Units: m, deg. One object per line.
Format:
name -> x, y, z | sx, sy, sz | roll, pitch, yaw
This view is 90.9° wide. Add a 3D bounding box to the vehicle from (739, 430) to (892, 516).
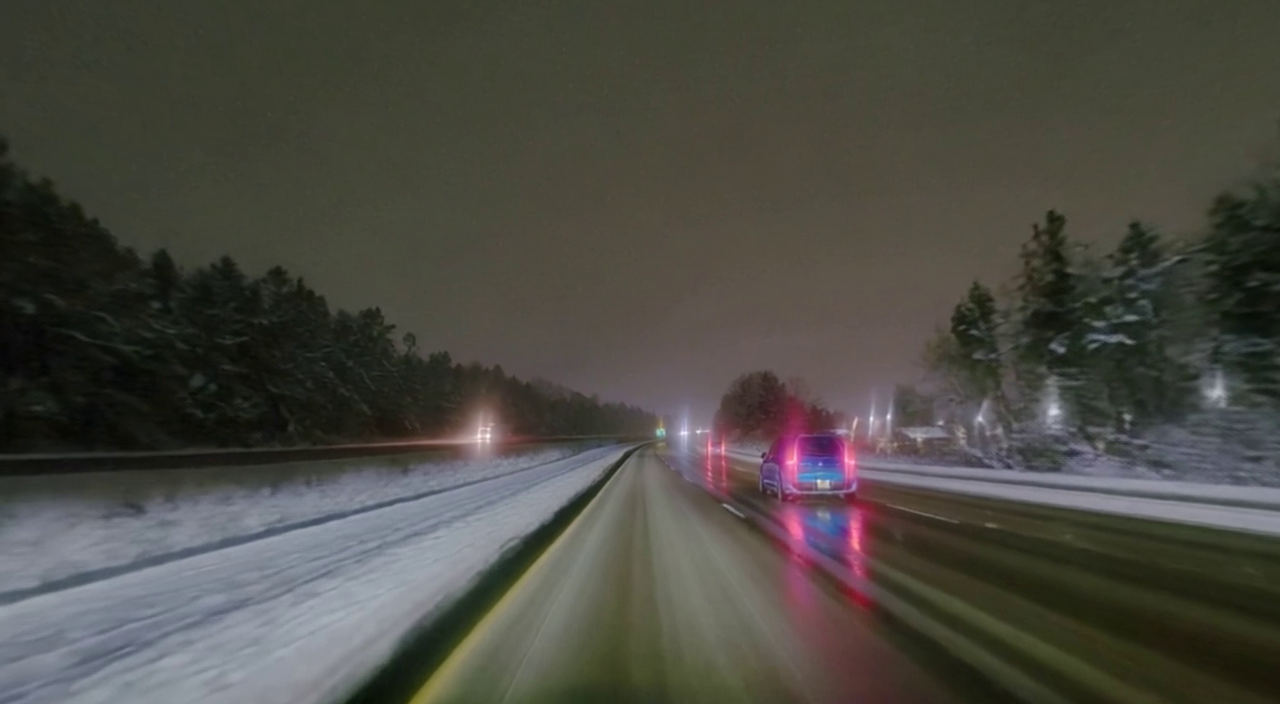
vehicle -> 3.570, 2.554, 13.800 | 2.050, 1.546, 4.344 | 0, -9, -1
